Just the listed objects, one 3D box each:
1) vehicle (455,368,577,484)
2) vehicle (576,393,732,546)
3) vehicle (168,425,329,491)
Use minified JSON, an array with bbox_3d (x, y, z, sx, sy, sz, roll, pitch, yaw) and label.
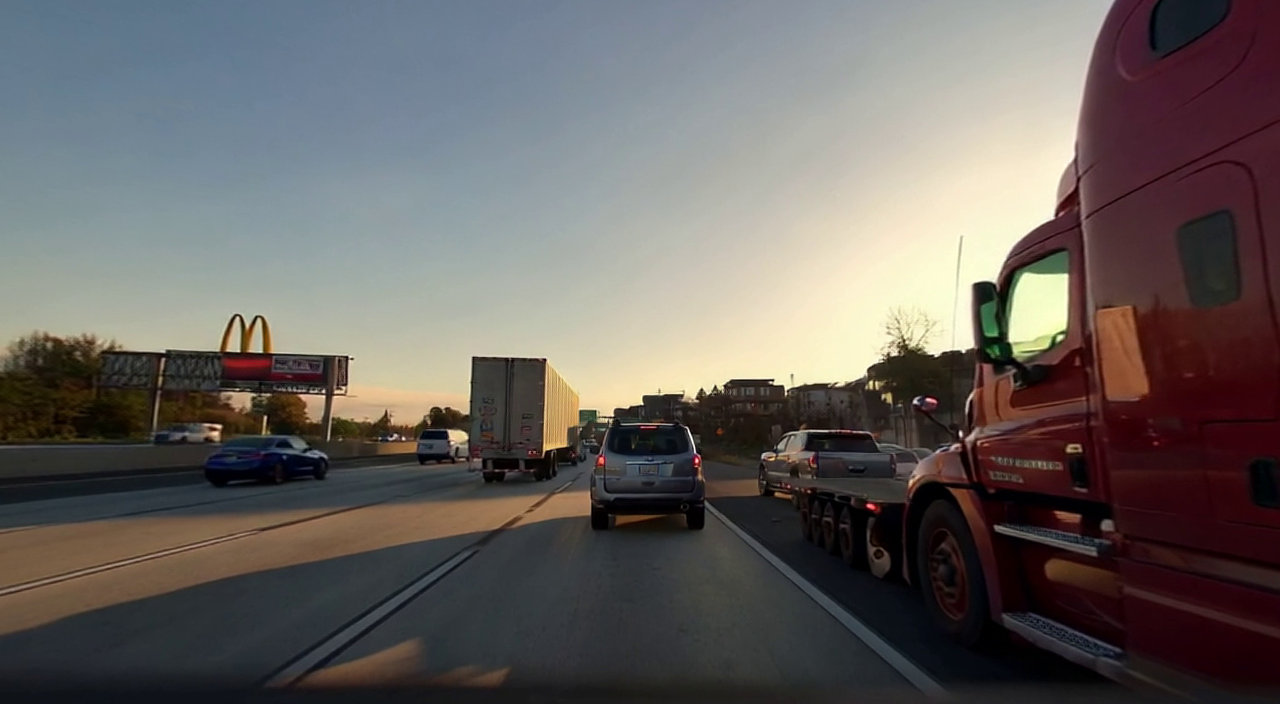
[{"bbox_3d":[-4.177,2.861,23.442,2.814,3.513,8.529,0,-9,0],"label":"vehicle"},{"bbox_3d":[0.112,1.773,10.001,1.947,1.910,4.040,0,-9,-2],"label":"vehicle"},{"bbox_3d":[-11.468,3.143,18.977,1.915,1.710,4.670,0,-9,-1],"label":"vehicle"}]
